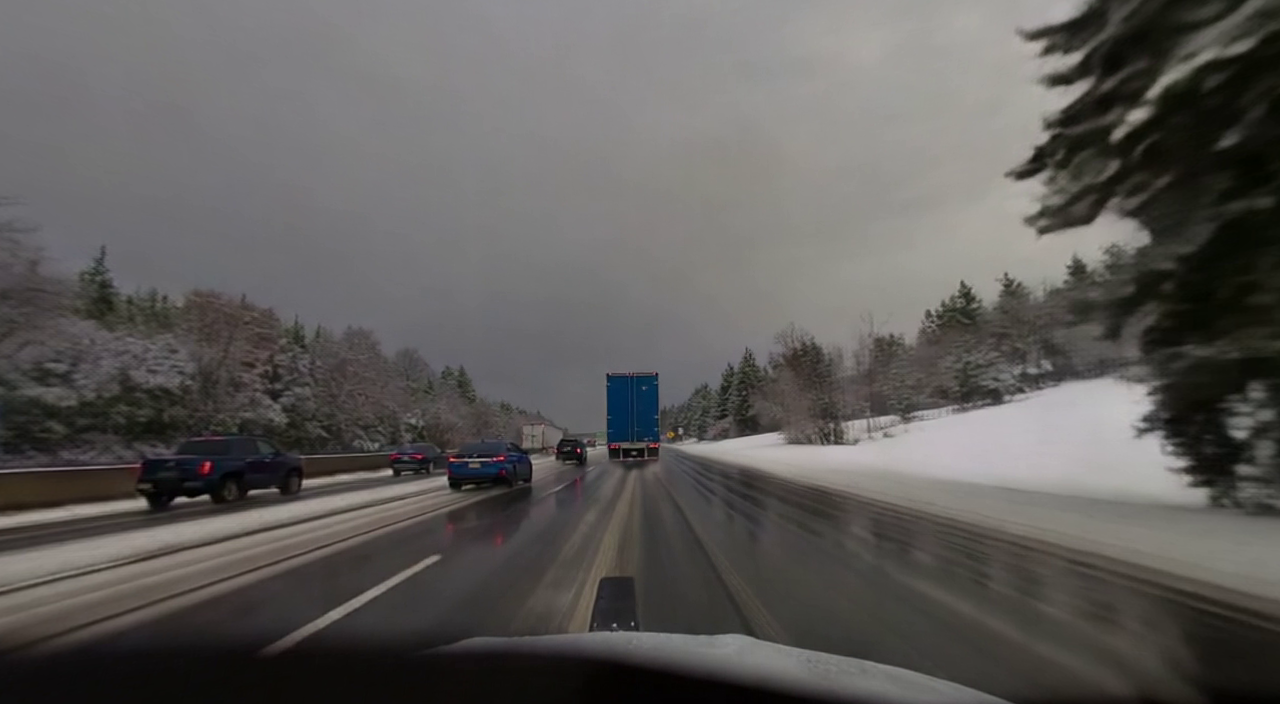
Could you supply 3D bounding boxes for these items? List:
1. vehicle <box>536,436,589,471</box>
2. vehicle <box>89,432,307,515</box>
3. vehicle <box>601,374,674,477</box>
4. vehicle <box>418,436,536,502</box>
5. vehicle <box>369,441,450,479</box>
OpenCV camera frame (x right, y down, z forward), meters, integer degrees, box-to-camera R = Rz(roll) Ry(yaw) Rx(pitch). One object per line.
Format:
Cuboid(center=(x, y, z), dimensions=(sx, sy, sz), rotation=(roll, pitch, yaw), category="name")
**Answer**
Cuboid(center=(-3.954, 5.240, 32.675), dimensions=(2.158, 1.680, 4.087), rotation=(0, -8, 1), category="vehicle")
Cuboid(center=(-9.713, 2.670, 14.359), dimensions=(1.952, 1.590, 4.090), rotation=(0, -8, 1), category="vehicle")
Cuboid(center=(-0.309, 3.679, 30.546), dimensions=(2.913, 4.113, 10.724), rotation=(0, -8, -2), category="vehicle")
Cuboid(center=(-4.285, 3.116, 17.258), dimensions=(2.164, 1.582, 3.979), rotation=(0, -8, 0), category="vehicle")
Cuboid(center=(-9.742, 4.578, 26.993), dimensions=(1.863, 1.474, 4.278), rotation=(0, -8, 0), category="vehicle")
